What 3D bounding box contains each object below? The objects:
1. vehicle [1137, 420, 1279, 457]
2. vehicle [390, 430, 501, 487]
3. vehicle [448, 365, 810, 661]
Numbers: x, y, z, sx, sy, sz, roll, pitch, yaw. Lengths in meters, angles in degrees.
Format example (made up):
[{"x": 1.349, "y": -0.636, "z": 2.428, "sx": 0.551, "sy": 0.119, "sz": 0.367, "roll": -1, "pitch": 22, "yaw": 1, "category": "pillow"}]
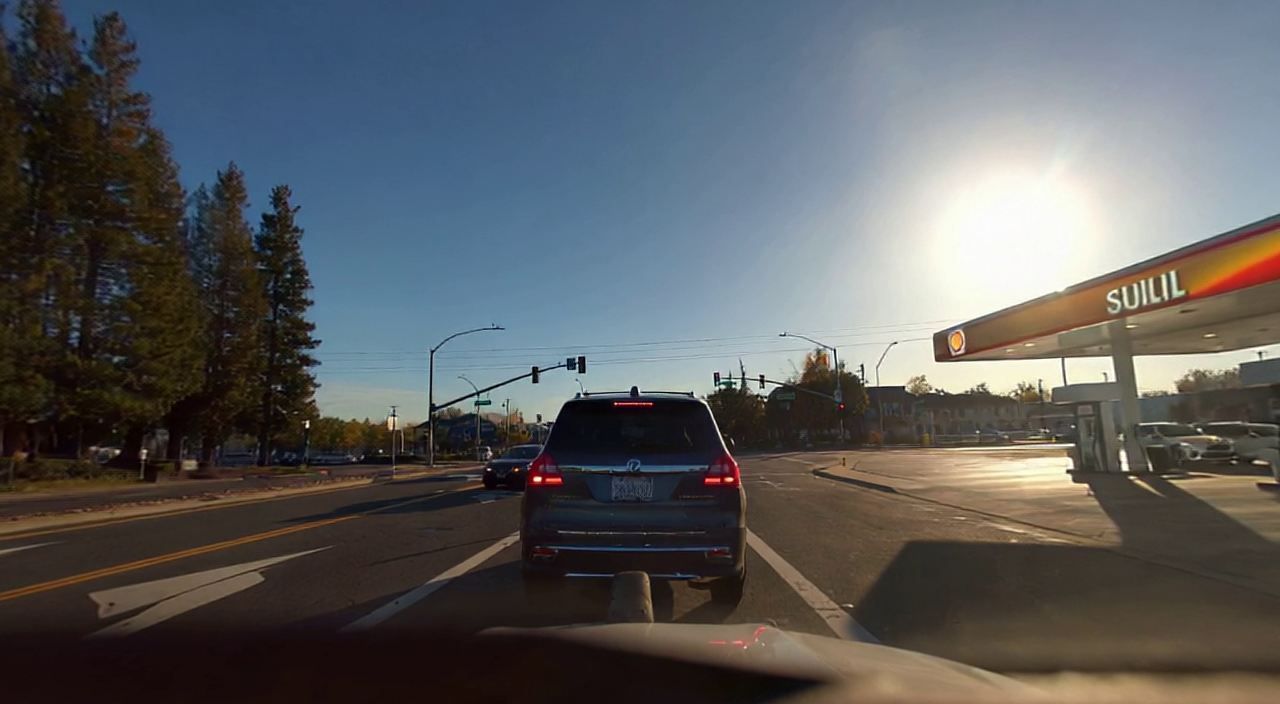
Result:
[{"x": 25.933, "y": 3.967, "z": 28.782, "sx": 4.551, "sy": 1.616, "sz": 1.973, "roll": -2, "pitch": -9, "yaw": 11, "category": "vehicle"}, {"x": -6.651, "y": 3.704, "z": 22.191, "sx": 2.065, "sy": 1.753, "sz": 4.525, "roll": -1, "pitch": -9, "yaw": 6, "category": "vehicle"}, {"x": 0.012, "y": 1.314, "z": 6.137, "sx": 2.236, "sy": 1.819, "sz": 4.291, "roll": -1, "pitch": -9, "yaw": 3, "category": "vehicle"}]
